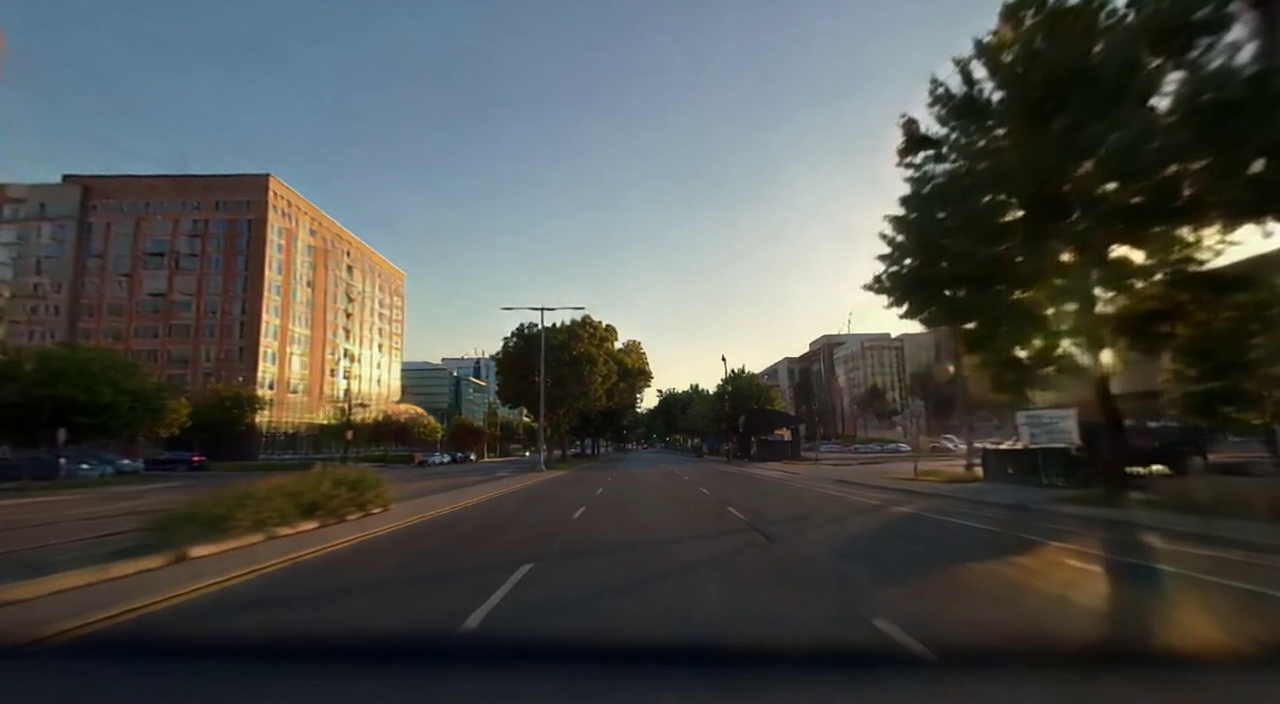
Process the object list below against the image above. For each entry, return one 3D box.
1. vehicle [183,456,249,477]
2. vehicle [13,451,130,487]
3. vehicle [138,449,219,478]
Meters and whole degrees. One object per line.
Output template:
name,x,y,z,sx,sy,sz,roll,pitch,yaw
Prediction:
vehicle,-31.824,8.591,47.550,1.947,1.444,4.313,-1,-10,0
vehicle,-31.841,6.544,35.624,2.034,1.818,4.855,0,-8,1
vehicle,-34.551,8.383,47.492,2.230,1.962,5.115,-1,-10,0
